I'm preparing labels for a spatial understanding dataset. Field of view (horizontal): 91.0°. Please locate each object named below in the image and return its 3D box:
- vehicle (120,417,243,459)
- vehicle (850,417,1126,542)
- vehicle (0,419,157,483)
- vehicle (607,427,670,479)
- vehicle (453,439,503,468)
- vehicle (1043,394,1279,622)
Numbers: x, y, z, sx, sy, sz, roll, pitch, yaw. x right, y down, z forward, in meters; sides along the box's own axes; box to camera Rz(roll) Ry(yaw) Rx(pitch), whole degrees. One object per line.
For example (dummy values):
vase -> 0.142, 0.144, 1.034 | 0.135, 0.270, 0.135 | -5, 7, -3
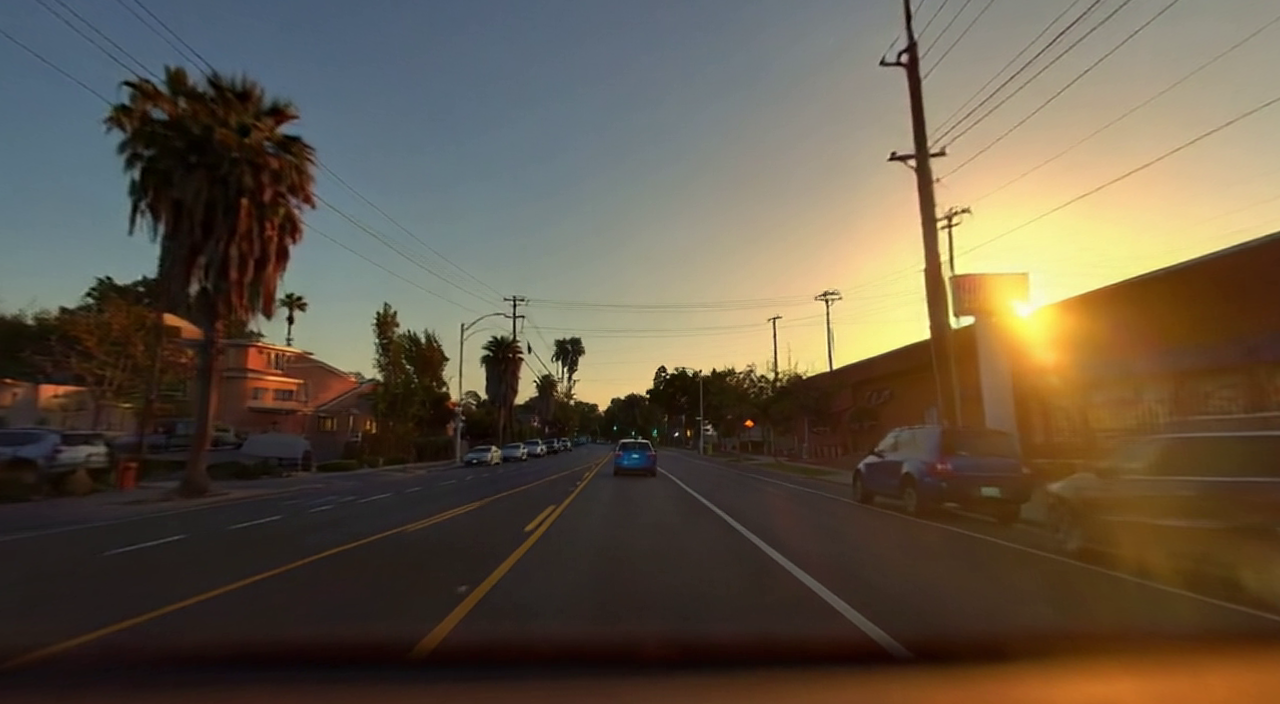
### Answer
vehicle -> -20.784, 3.916, 28.651 | 1.911, 1.762, 4.127 | -8, -11, 43
vehicle -> 6.002, 2.248, 11.908 | 2.153, 1.801, 5.163 | 0, -8, -1
vehicle -> -17.513, 2.995, 19.249 | 2.084, 1.678, 4.707 | 0, -8, -6
vehicle -> -0.105, 3.928, 24.770 | 2.264, 1.798, 4.563 | 0, -8, -1
vehicle -> -10.382, 6.509, 40.687 | 2.075, 1.693, 4.696 | 0, -8, -1
vehicle -> 6.050, 1.323, 5.594 | 1.945, 1.791, 4.460 | 0, -8, 0
